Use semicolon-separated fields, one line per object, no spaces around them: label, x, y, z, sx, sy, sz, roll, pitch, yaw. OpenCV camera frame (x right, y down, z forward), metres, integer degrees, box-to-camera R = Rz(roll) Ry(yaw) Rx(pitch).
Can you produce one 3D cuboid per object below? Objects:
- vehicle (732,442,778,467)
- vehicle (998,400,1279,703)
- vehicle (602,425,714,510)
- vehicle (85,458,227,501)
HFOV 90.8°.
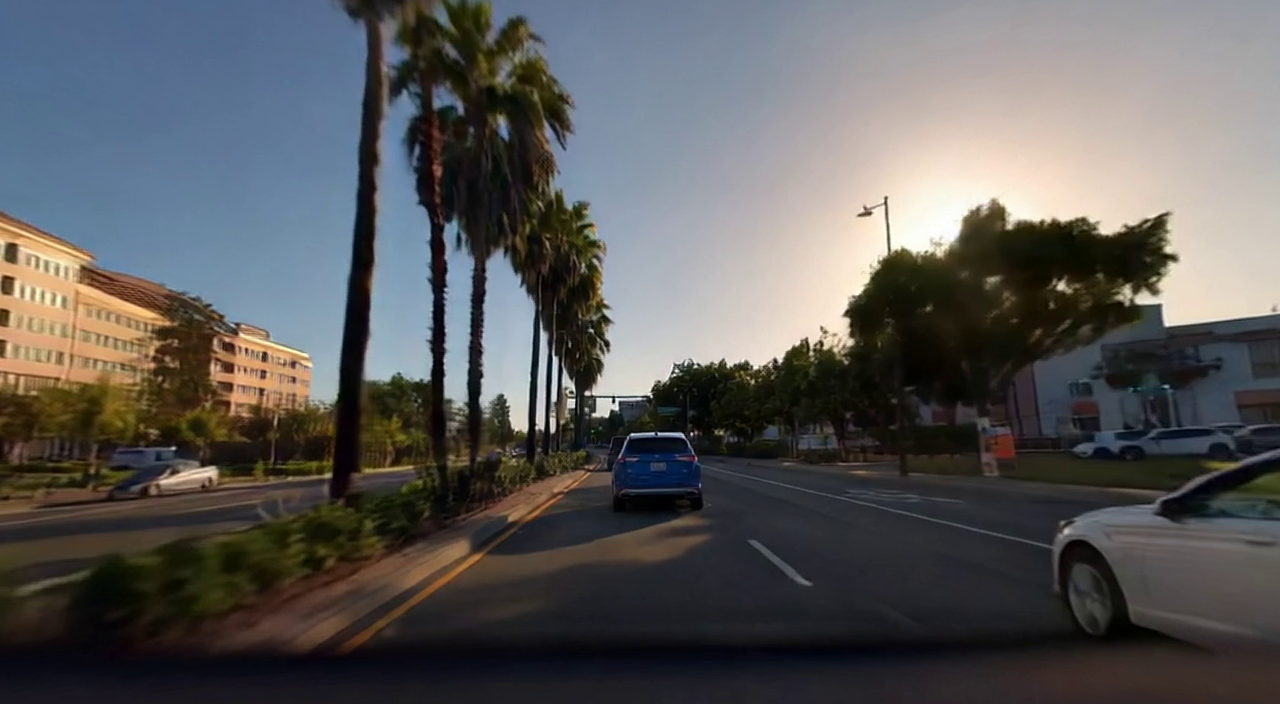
vehicle;6.993;6.263;38.887;1.930;1.457;4.267;0;-8;-2
vehicle;3.827;0.934;2.682;1.941;1.472;4.570;0;-8;0
vehicle;0.284;2.633;14.861;2.239;1.693;4.301;0;-8;-2
vehicle;-19.385;5.081;25.627;1.848;1.460;4.641;-1;-8;4
